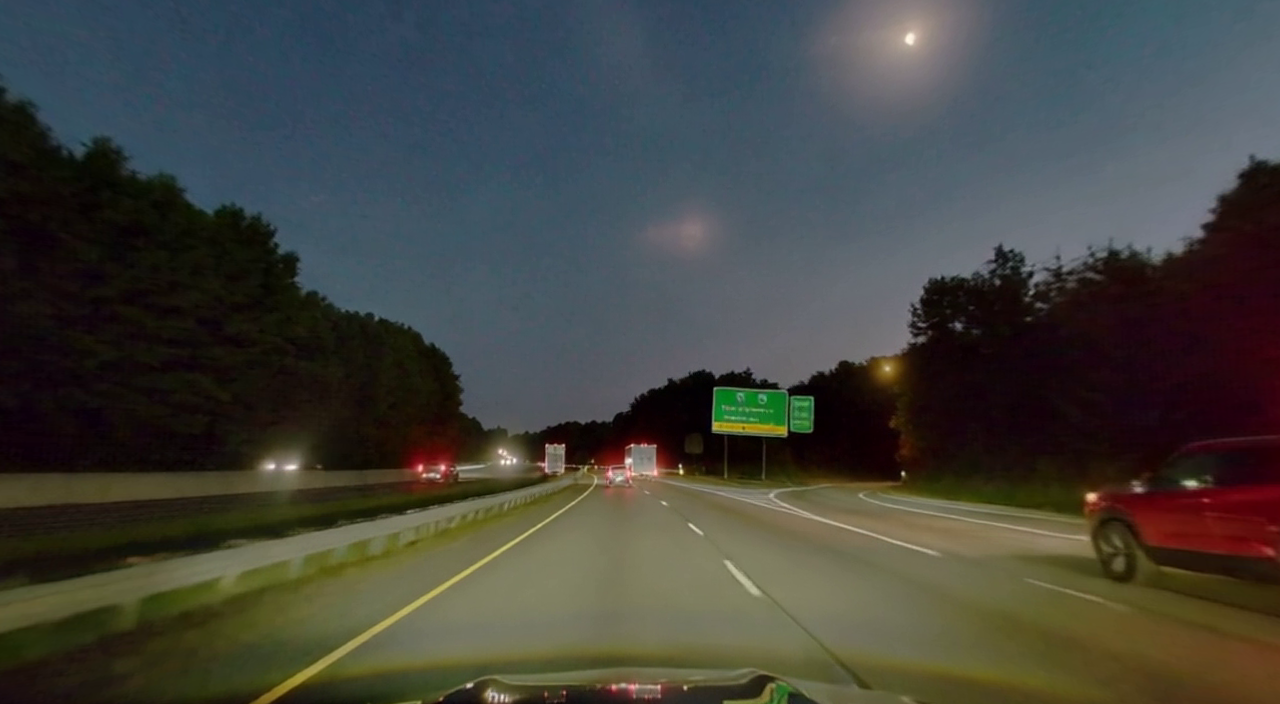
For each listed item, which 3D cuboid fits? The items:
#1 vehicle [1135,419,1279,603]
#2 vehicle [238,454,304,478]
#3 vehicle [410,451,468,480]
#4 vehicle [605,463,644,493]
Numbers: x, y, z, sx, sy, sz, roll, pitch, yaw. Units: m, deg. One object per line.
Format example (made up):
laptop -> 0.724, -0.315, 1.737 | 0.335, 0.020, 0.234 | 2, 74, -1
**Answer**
vehicle -> 7.244, 1.472, 5.637 | 1.998, 1.776, 4.663 | 0, -11, 4
vehicle -> -24.724, 7.672, 42.404 | 1.860, 1.461, 4.438 | 2, -10, -2
vehicle -> -12.082, 6.886, 38.138 | 1.952, 1.618, 4.859 | 1, -10, -1
vehicle -> -0.843, 6.781, 34.060 | 1.987, 1.467, 3.903 | 1, -10, -2
